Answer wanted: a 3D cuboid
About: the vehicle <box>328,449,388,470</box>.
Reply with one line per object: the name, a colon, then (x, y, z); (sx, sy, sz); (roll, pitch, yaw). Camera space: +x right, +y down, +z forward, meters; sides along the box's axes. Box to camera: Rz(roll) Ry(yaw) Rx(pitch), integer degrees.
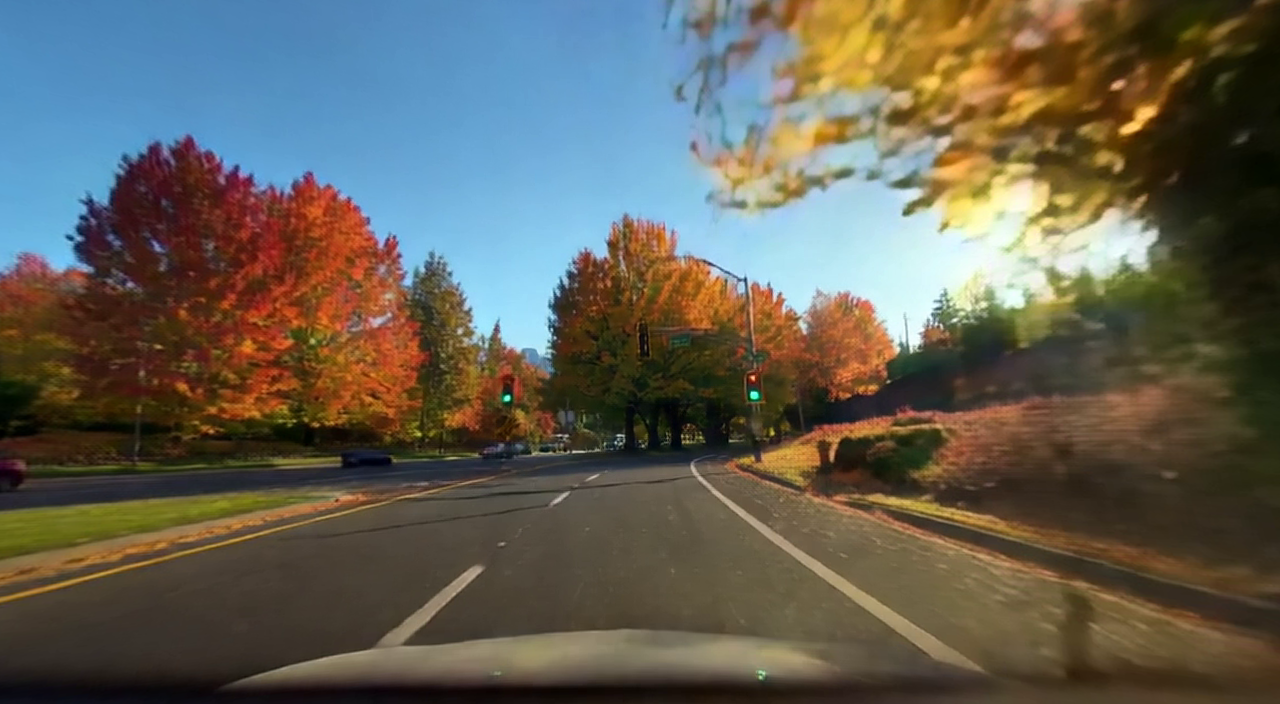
vehicle: (-22.160, 8.457, 49.637); (1.865, 1.518, 4.231); (-3, -9, 20)
